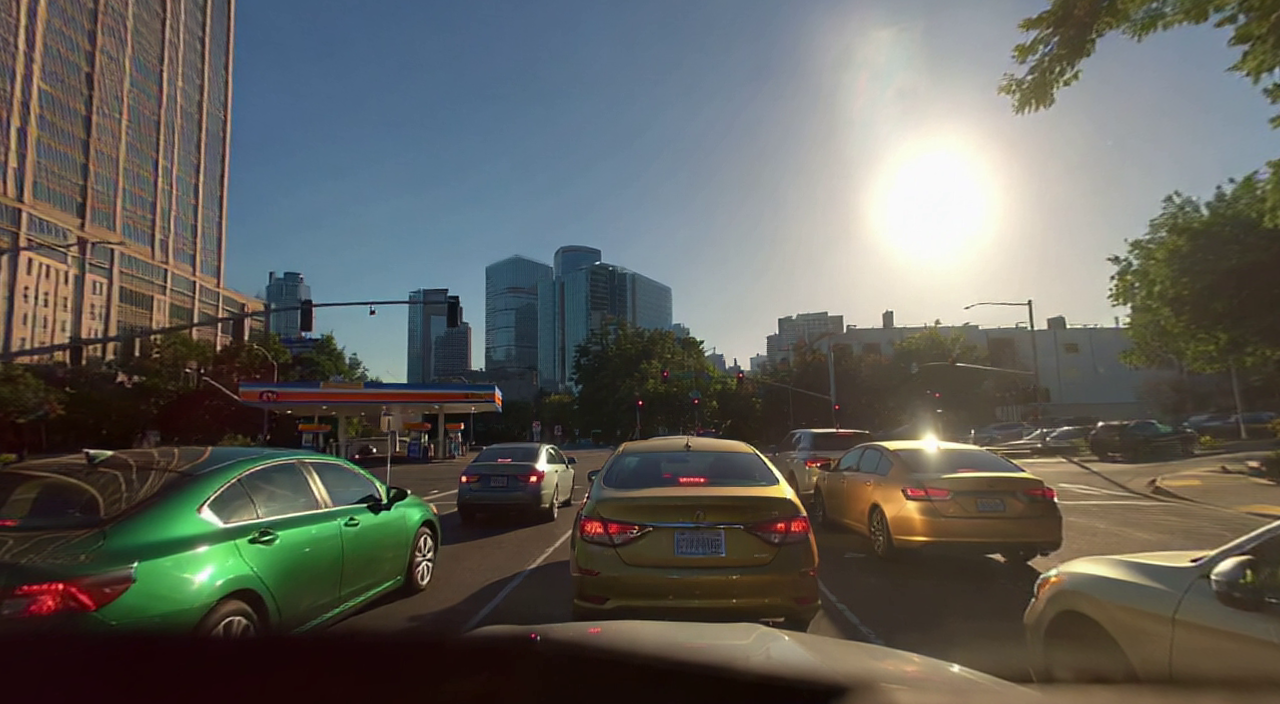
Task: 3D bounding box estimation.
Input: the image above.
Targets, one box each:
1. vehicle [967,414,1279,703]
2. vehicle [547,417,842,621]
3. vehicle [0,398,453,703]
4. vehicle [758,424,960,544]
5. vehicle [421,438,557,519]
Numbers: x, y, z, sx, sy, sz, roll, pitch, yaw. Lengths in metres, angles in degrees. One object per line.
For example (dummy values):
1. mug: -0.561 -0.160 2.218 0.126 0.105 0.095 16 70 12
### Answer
1. vehicle: 4.192 1.130 3.612 1.950 1.497 4.686 0 -9 -3
2. vehicle: 0.350 1.582 6.972 2.220 1.507 4.317 0 -9 -2
3. vehicle: -3.002 1.255 4.630 1.887 1.493 4.255 0 -9 1
4. vehicle: 3.408 2.133 10.794 1.947 1.630 4.127 0 -9 0
5. vehicle: -3.053 2.647 13.737 1.867 1.474 4.237 0 -9 1
